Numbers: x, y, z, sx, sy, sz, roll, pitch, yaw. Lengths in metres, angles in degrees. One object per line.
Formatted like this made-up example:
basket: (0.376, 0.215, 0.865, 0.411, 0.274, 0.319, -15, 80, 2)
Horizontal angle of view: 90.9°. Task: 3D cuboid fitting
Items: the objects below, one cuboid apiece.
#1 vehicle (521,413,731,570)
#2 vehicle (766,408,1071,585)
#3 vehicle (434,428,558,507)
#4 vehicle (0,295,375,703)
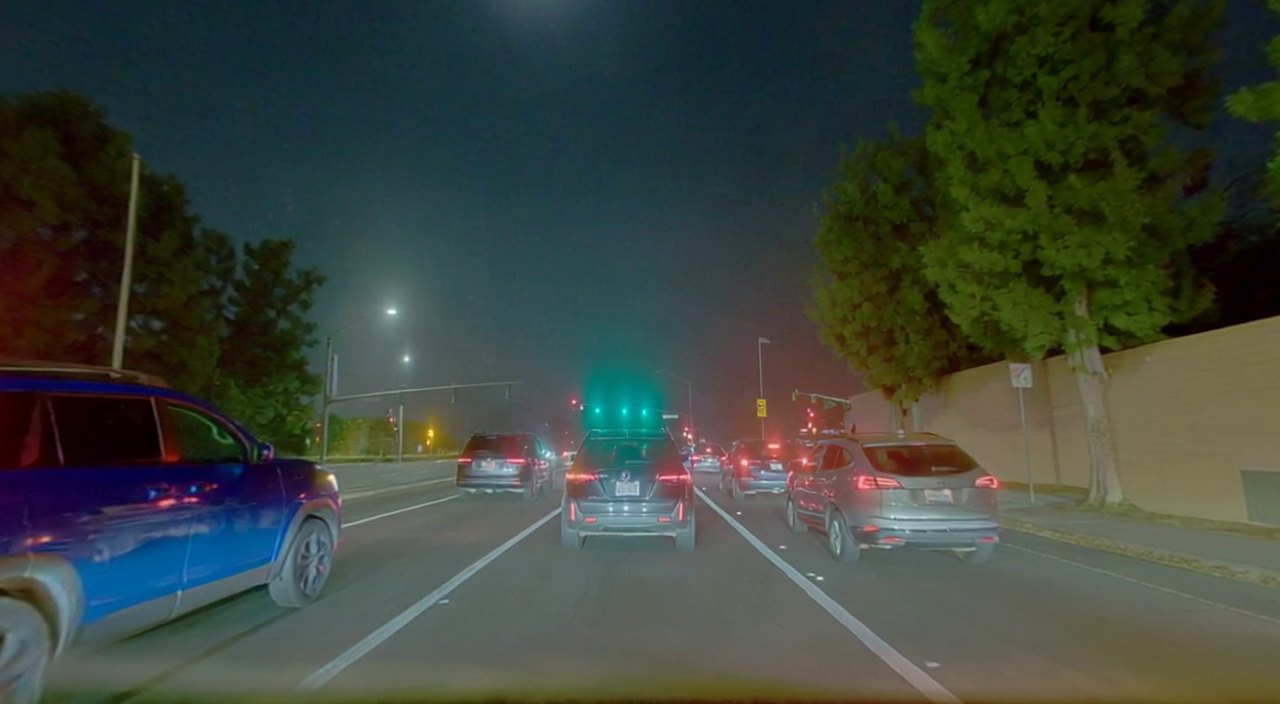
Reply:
vehicle: (-0.120, 1.793, 8.814, 2.245, 1.677, 3.913, 0, -8, 1)
vehicle: (3.142, 1.713, 8.327, 2.029, 1.702, 4.281, 0, -8, 0)
vehicle: (-3.546, 2.952, 16.574, 2.067, 1.759, 4.631, 0, -8, 1)
vehicle: (-3.537, 0.912, 3.605, 2.070, 1.913, 4.450, 0, -8, 0)
